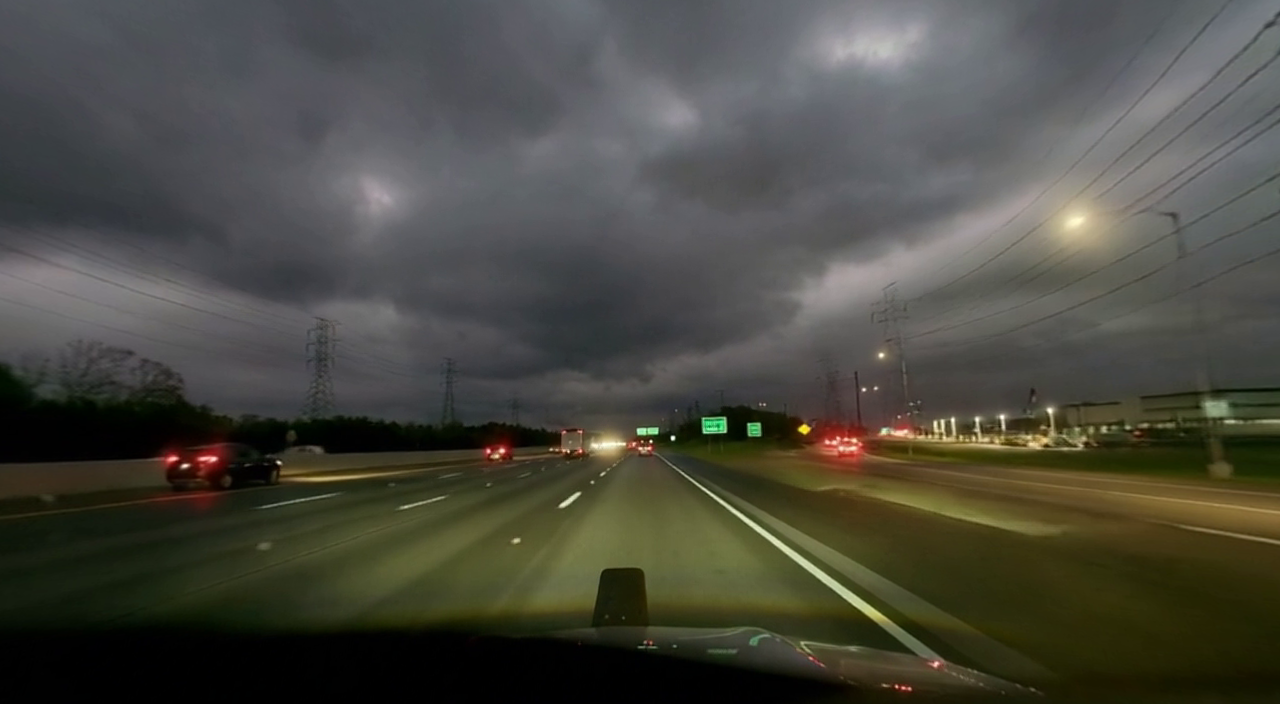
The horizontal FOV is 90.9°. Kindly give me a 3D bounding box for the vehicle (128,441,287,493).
[{"bbox_3d":[-13.778,3.650,20.487,1.988,1.477,4.442,0,-8,0],"label":"vehicle"}]

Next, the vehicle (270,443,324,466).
[{"bbox_3d":[-22.758,6.792,41.969,1.566,1.433,3.548,-2,-9,1],"label":"vehicle"}]
